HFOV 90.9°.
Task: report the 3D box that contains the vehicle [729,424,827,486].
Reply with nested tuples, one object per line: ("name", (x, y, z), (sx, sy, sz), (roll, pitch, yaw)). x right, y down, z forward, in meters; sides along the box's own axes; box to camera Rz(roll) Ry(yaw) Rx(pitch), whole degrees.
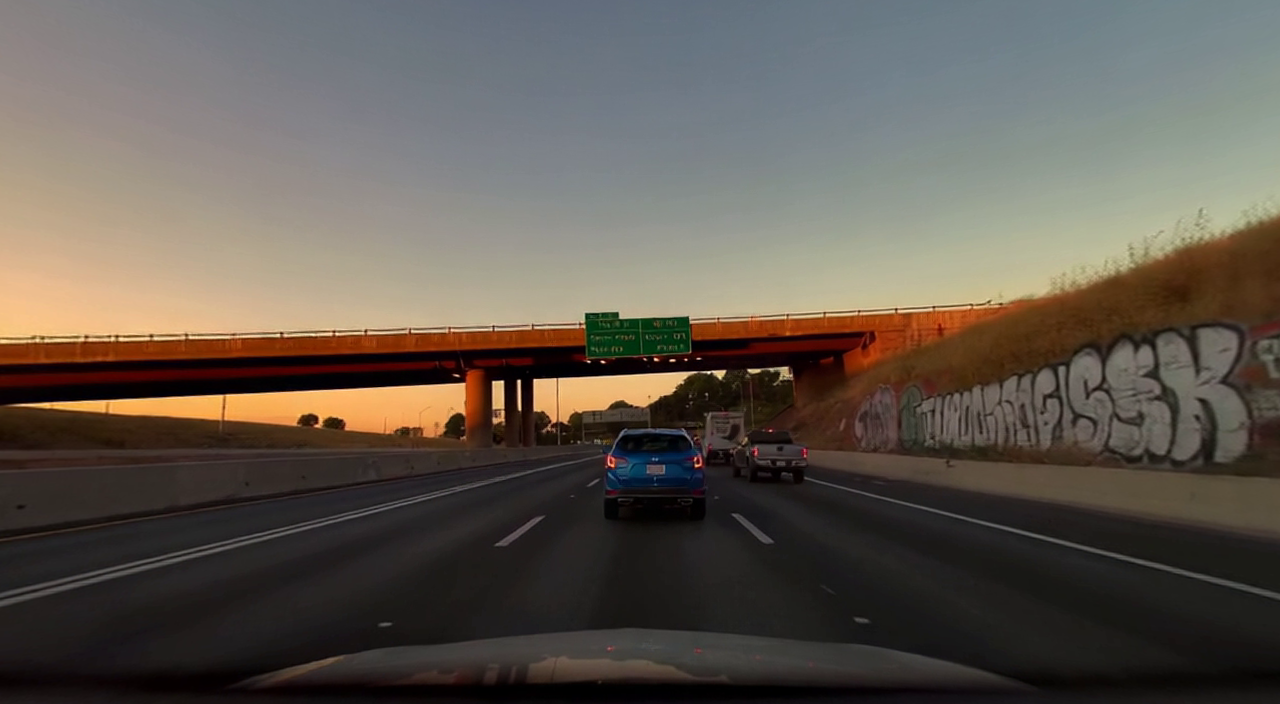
("vehicle", (4.766, 3.690, 22.889), (2.311, 1.922, 5.977), (0, -8, 1))

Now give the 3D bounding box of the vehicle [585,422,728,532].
("vehicle", (0.277, 2.215, 11.690), (2.193, 1.651, 3.946), (0, -8, 1))
